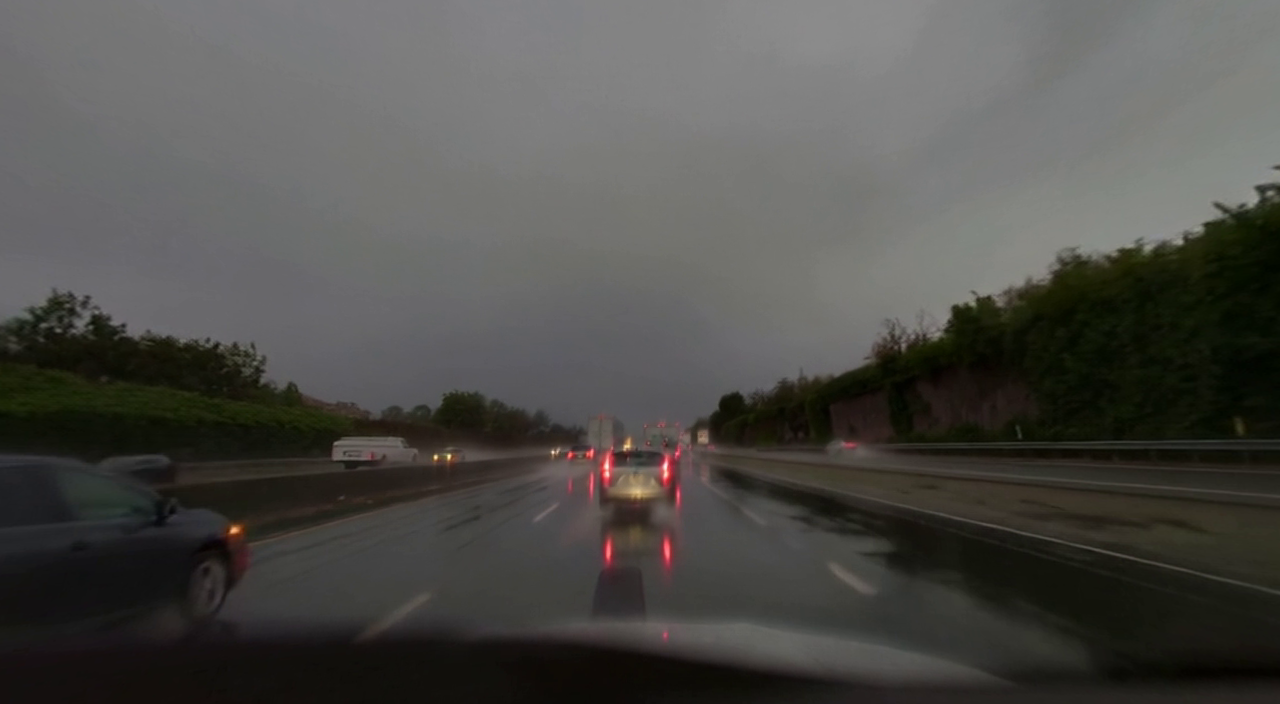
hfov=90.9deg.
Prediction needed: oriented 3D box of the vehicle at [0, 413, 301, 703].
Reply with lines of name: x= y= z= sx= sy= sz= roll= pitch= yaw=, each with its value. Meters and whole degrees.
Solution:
vehicle: x=-4.105 y=1.136 z=3.547 sx=1.929 sy=1.509 sz=4.331 roll=0 pitch=-9 yaw=1

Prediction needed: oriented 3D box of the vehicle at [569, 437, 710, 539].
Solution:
vehicle: x=-0.029 y=2.297 z=11.210 sx=2.057 sy=1.449 sz=3.931 roll=0 pitch=-9 yaw=-1

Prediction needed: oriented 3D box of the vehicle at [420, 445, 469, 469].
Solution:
vehicle: x=-14.381 y=7.739 z=46.536 sx=1.998 sy=1.685 sz=4.606 roll=0 pitch=-9 yaw=2
